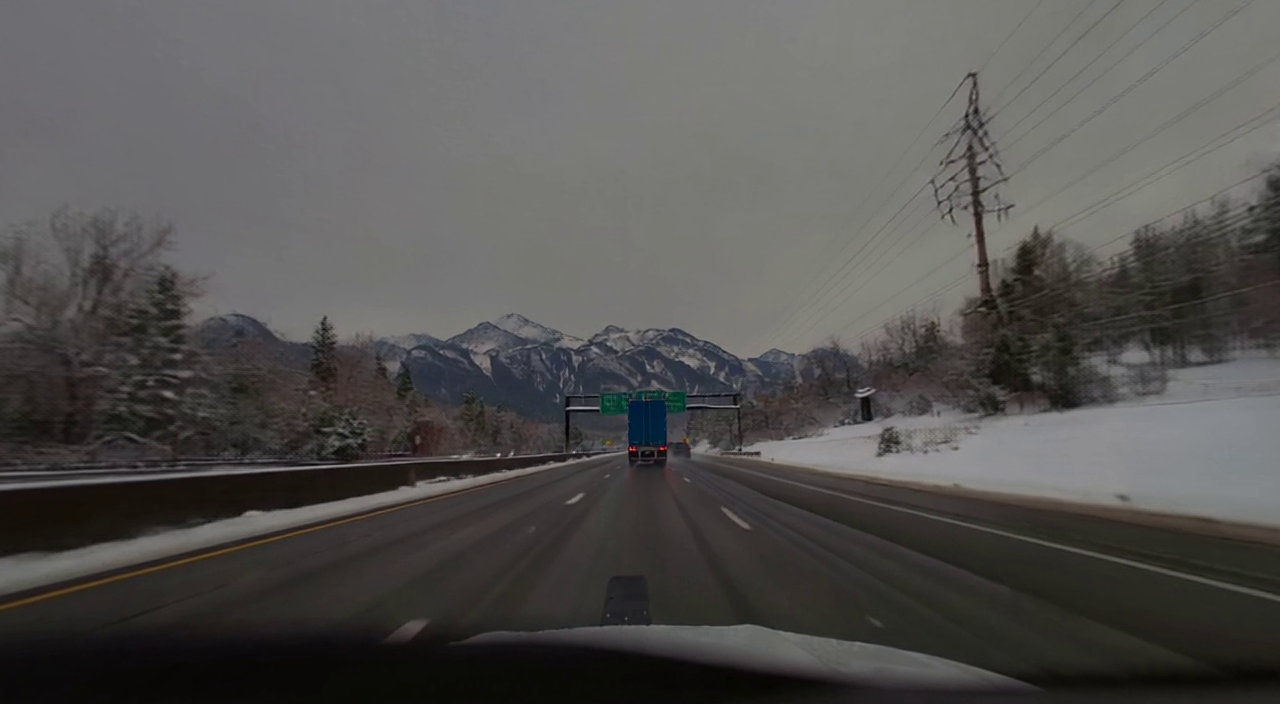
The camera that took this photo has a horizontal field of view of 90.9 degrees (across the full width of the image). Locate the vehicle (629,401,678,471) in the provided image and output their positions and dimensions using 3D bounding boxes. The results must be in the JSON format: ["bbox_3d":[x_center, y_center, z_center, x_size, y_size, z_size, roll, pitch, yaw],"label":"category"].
[{"bbox_3d":[0.734,5.829,43.280,2.919,4.101,11.541,0,-8,-1],"label":"vehicle"}]
